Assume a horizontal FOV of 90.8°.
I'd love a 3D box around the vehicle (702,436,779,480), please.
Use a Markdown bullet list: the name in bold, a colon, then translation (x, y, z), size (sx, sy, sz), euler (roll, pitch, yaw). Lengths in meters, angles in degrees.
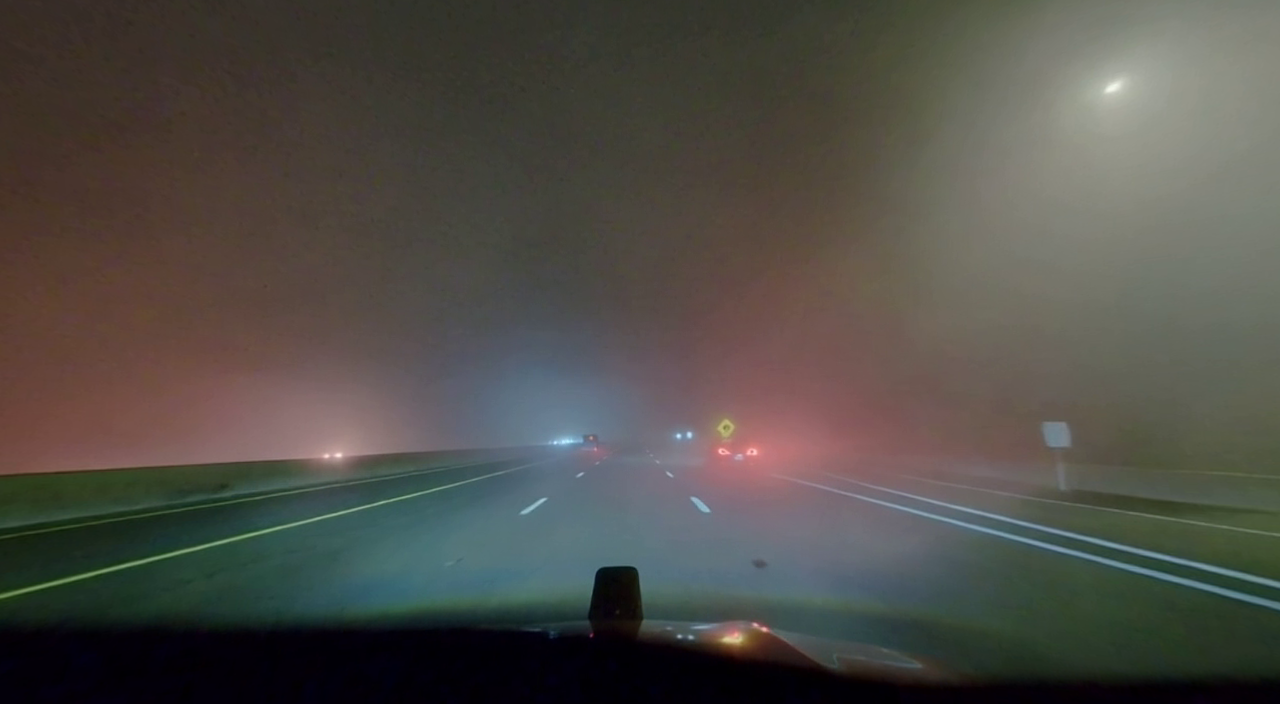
- **vehicle**: translation (3.657, 3.950, 23.835), size (2.060, 1.485, 4.274), euler (0, -9, -2)
